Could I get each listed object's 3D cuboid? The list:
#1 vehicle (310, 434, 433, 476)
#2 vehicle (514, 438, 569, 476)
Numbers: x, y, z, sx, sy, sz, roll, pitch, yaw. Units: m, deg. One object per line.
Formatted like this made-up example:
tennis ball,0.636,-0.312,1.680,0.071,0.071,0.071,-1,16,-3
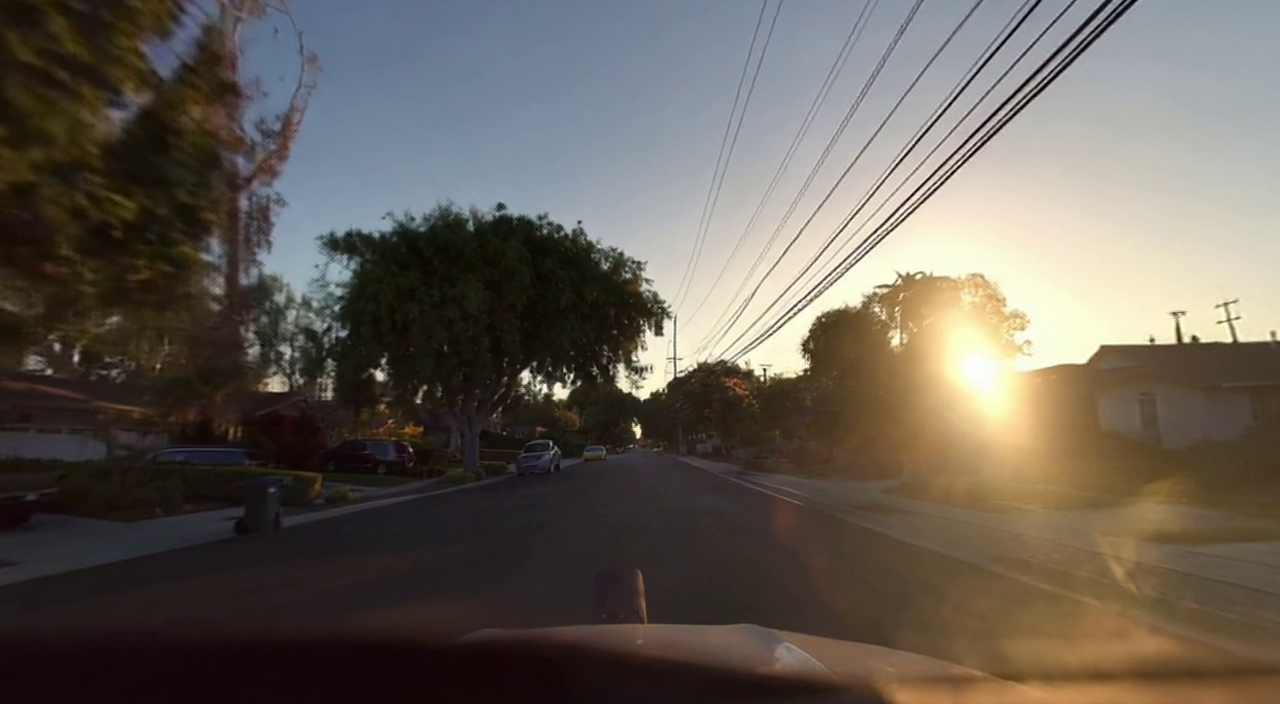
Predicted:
vehicle,-13.072,5.039,30.988,5.033,1.997,2.126,0,-9,0
vehicle,-6.258,6.801,40.875,2.739,2.164,6.065,-1,-9,-1
